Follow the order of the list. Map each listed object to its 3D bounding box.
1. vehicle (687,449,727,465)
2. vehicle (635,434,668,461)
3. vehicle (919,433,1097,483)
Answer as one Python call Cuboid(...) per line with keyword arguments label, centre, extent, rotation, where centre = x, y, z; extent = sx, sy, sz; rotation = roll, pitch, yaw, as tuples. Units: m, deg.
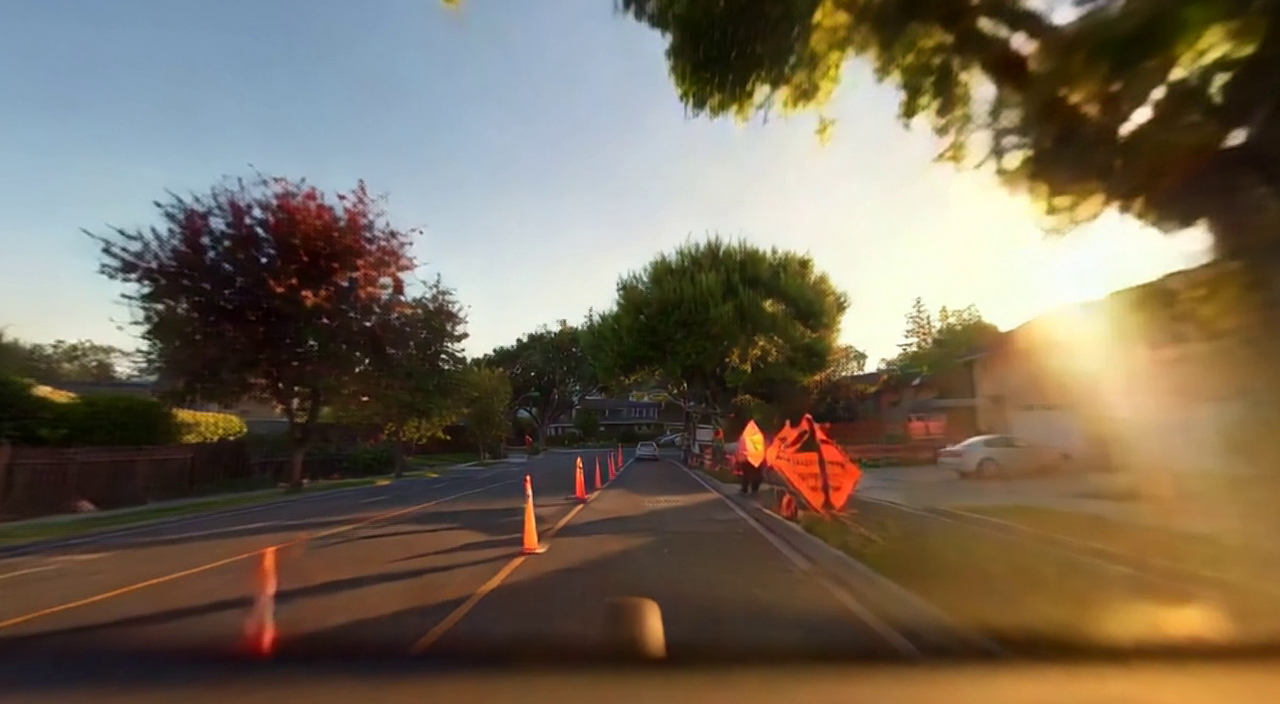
Cuboid(label="vehicle", centre=(3.953, 6.286, 37.632), extent=(2.123, 0.883, 3.024), rotation=(0, -8, 0))
Cuboid(label="vehicle", centre=(0.749, 6.416, 42.173), extent=(2.151, 1.708, 4.084), rotation=(0, -9, 1))
Cuboid(label="vehicle", centre=(11.617, 3.366, 20.133), extent=(4.463, 1.466, 1.813), rotation=(0, -9, 4))
